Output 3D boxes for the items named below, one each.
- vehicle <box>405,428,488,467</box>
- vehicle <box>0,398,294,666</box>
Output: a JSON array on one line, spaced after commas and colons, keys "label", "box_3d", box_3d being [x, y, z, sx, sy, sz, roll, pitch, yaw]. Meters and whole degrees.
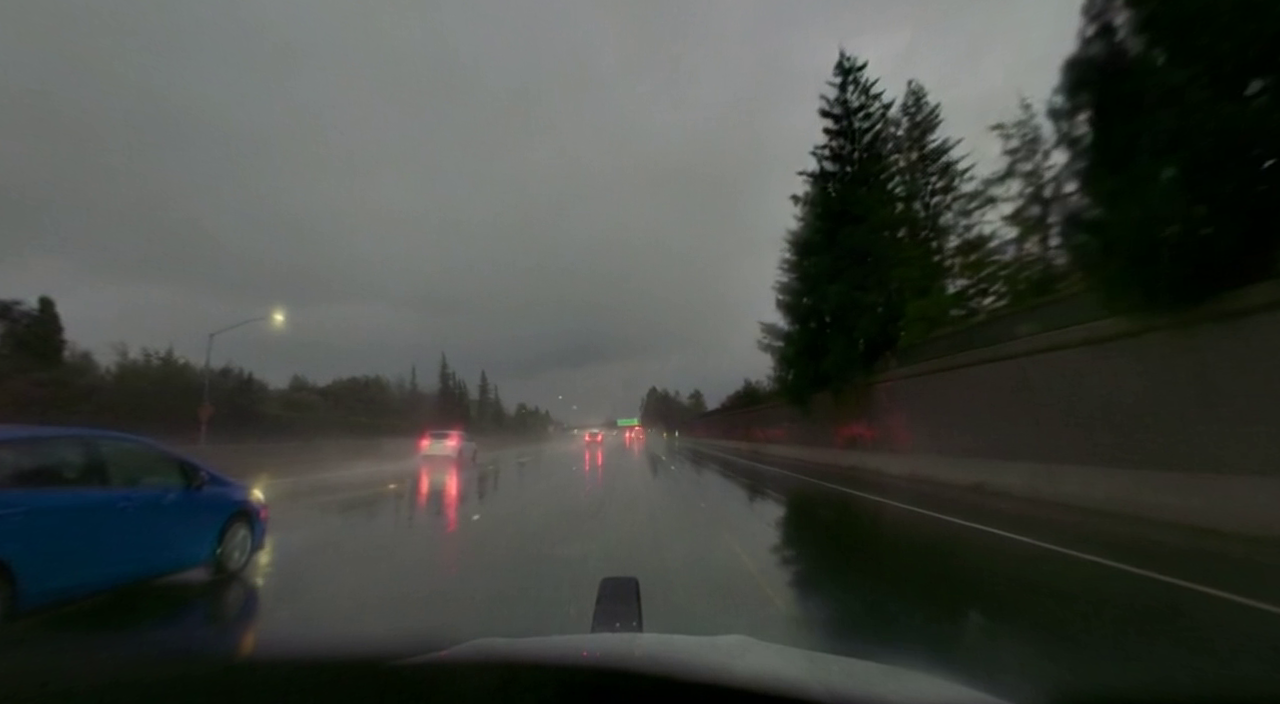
[{"label": "vehicle", "box_3d": [-8.524, 4.244, 28.191, 2.053, 1.582, 4.878, 0, -8, 1]}, {"label": "vehicle", "box_3d": [-4.643, 1.142, 4.485, 2.079, 1.500, 3.881, 0, -8, 1]}]
